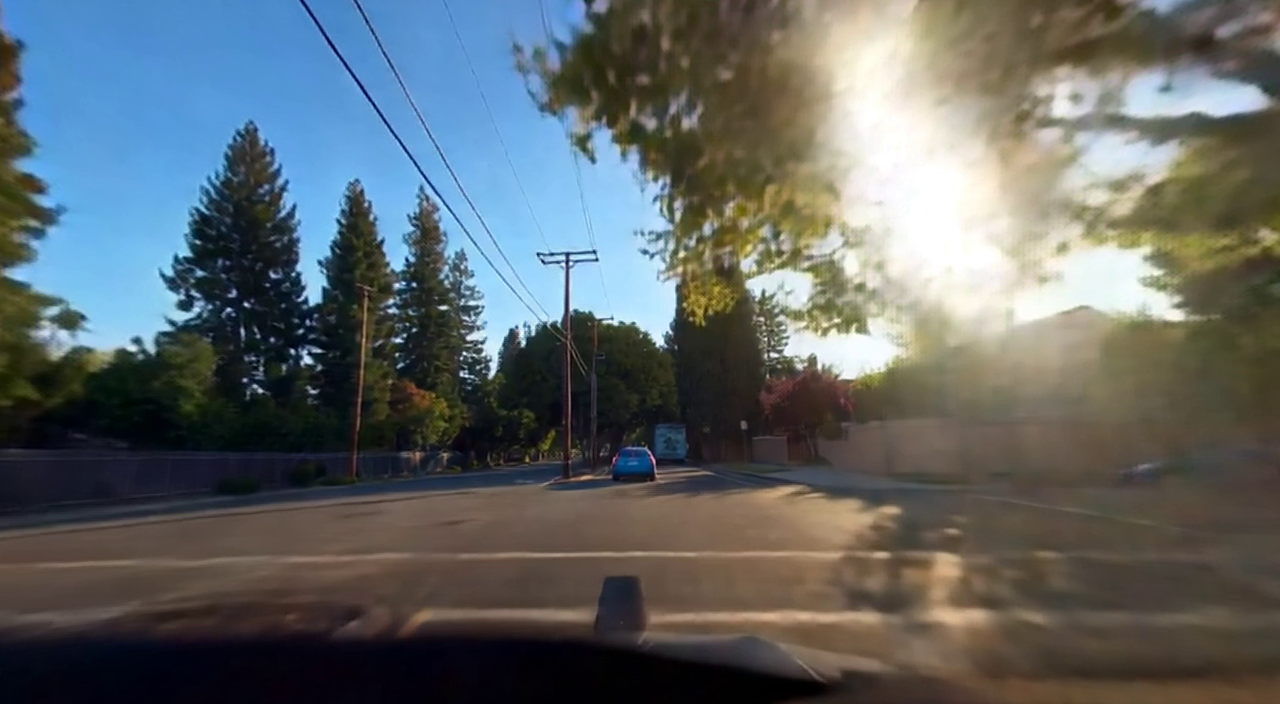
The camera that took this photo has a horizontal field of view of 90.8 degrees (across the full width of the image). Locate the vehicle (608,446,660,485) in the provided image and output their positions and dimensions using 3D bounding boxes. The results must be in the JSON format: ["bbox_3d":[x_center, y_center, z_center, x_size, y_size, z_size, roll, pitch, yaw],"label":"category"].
[{"bbox_3d":[-0.264,4.663,26.299,2.018,1.511,3.993,0,-8,-1],"label":"vehicle"}]
